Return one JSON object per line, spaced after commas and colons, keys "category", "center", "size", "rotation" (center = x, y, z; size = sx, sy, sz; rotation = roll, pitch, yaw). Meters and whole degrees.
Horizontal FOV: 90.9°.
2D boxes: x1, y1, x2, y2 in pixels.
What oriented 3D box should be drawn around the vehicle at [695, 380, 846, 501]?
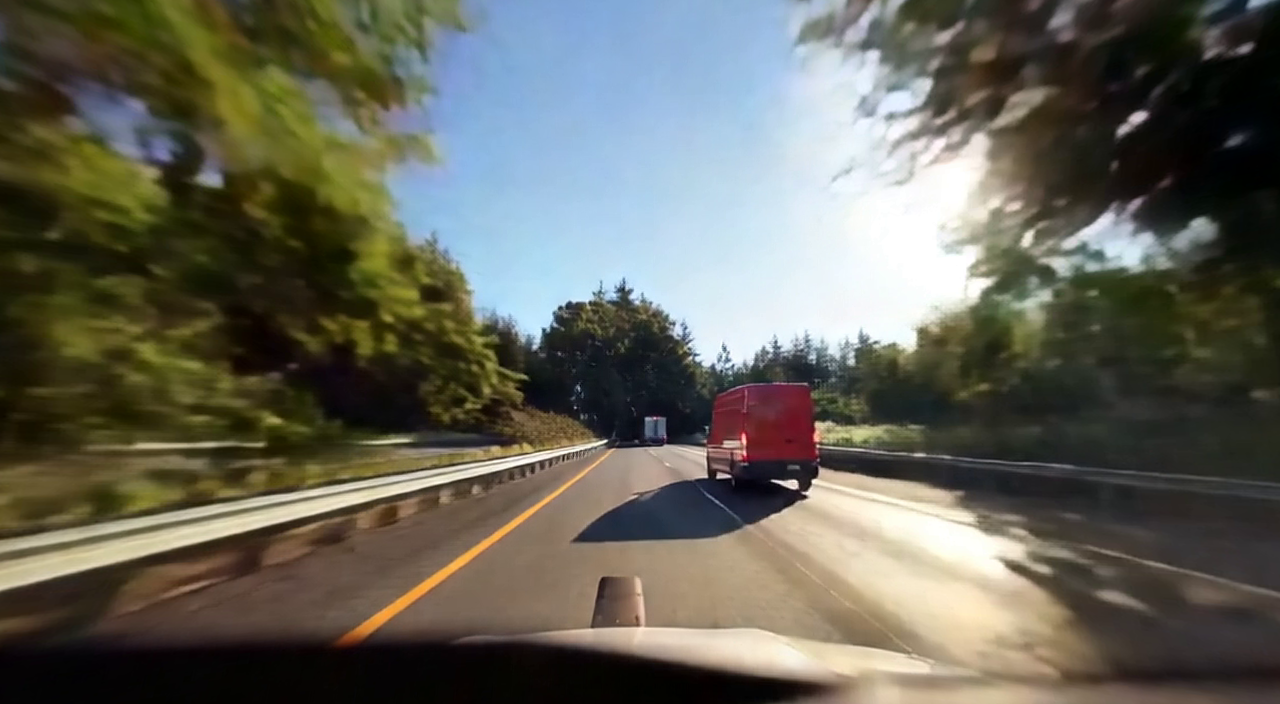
{"category": "vehicle", "center": [3.078, 2.309, 16.705], "size": [2.570, 2.596, 6.082], "rotation": [0, -8, -1]}
